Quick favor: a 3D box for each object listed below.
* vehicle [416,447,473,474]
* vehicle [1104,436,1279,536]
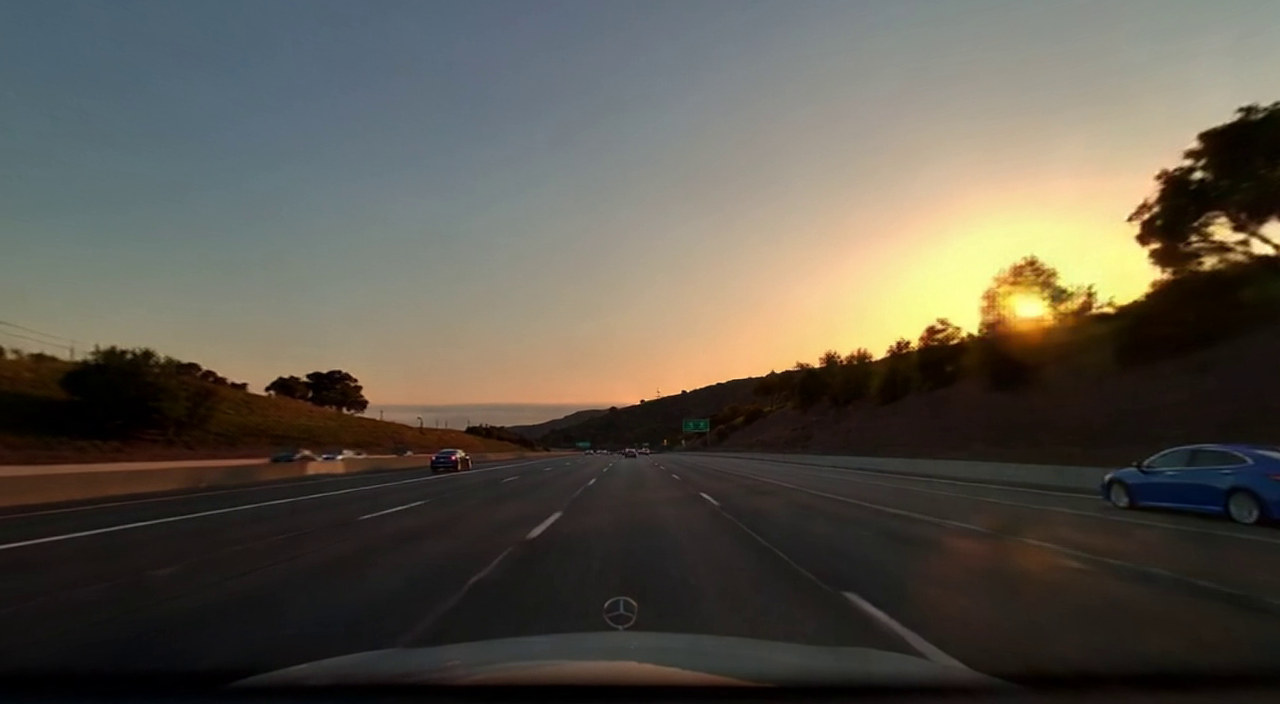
[{"bbox_3d":[-11.403,6.320,37.177,1.921,1.452,4.429,0,-9,0],"label":"vehicle"},{"bbox_3d":[10.617,2.197,10.731,1.985,1.493,4.486,0,-9,-1],"label":"vehicle"}]
